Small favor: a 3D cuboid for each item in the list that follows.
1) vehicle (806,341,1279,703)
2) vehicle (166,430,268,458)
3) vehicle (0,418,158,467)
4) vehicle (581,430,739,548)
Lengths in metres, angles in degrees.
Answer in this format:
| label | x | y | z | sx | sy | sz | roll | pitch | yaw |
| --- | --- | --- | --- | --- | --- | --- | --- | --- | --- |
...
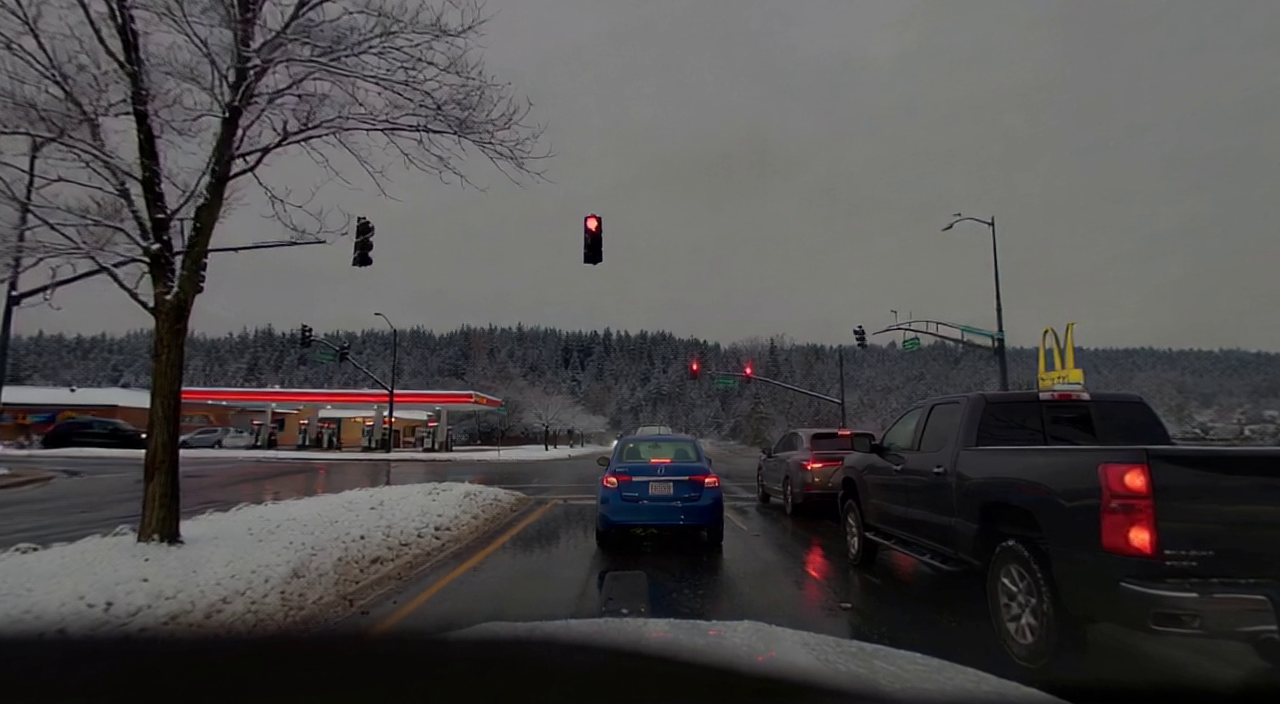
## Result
| label | x | y | z | sx | sy | sz | roll | pitch | yaw |
| --- | --- | --- | --- | --- | --- | --- | --- | --- | --- |
| vehicle | 3.571 | 1.316 | 6.114 | 2.277 | 1.871 | 6.143 | 0 | -8 | 0 |
| vehicle | -23.092 | 5.034 | 34.488 | 4.326 | 1.420 | 1.798 | -1 | -8 | 4 |
| vehicle | -21.071 | 3.365 | 23.365 | 4.742 | 1.720 | 2.107 | -1 | -8 | 4 |
| vehicle | 0.247 | 2.044 | 10.053 | 2.027 | 1.494 | 3.824 | 0 | -8 | 0 |
